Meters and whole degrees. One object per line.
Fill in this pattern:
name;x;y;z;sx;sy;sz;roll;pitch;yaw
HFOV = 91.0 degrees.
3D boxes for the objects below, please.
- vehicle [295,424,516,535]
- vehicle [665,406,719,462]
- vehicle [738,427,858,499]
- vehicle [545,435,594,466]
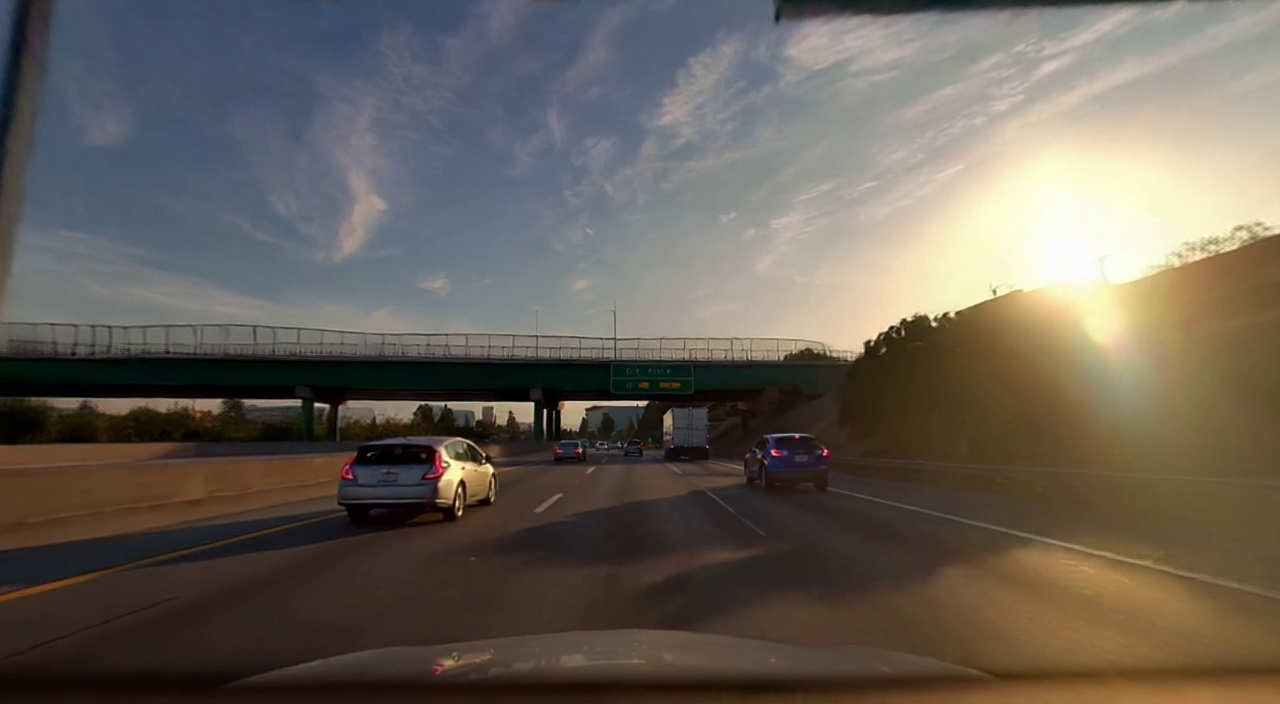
vehicle;-3.658;2.075;10.921;2.122;1.486;4.532;0;-8;0
vehicle;3.588;6.076;46.119;2.824;3.585;11.410;-1;-8;-1
vehicle;3.964;2.842;16.581;2.001;1.625;4.088;0;-8;-1
vehicle;-3.532;5.043;32.376;2.064;1.479;4.370;0;-8;-1
